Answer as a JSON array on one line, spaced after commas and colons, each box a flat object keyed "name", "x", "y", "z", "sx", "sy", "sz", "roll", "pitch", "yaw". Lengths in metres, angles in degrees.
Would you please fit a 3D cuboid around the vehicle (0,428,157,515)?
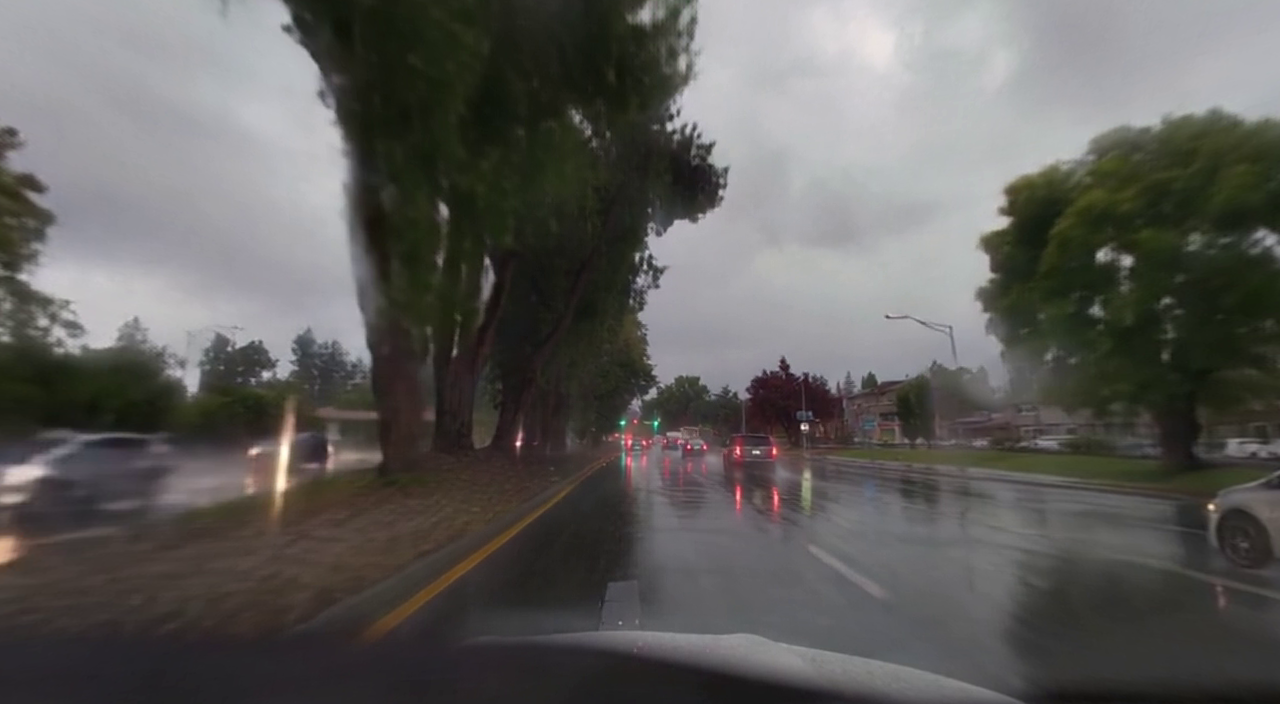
[{"name": "vehicle", "x": -12.034, "y": 2.249, "z": 12.183, "sx": 1.938, "sy": 1.487, "sz": 4.442, "roll": 0, "pitch": -8, "yaw": 0}]

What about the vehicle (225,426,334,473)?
[{"name": "vehicle", "x": -16.135, "y": 4.404, "z": 28.672, "sx": 2.026, "sy": 1.911, "sz": 4.933, "roll": 0, "pitch": -8, "yaw": 0}]

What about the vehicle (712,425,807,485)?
[{"name": "vehicle", "x": 3.939, "y": 3.511, "z": 21.762, "sx": 2.209, "sy": 1.813, "sz": 4.724, "roll": 0, "pitch": -8, "yaw": -2}]

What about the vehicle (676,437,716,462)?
[{"name": "vehicle", "x": 3.476, "y": 6.159, "z": 39.960, "sx": 2.064, "sy": 1.474, "sz": 4.389, "roll": 0, "pitch": -8, "yaw": -1}]

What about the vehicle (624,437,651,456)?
[{"name": "vehicle", "x": -0.225, "y": 7.463, "z": 49.881, "sx": 1.988, "sy": 1.418, "sz": 4.214, "roll": 0, "pitch": -8, "yaw": -1}]
